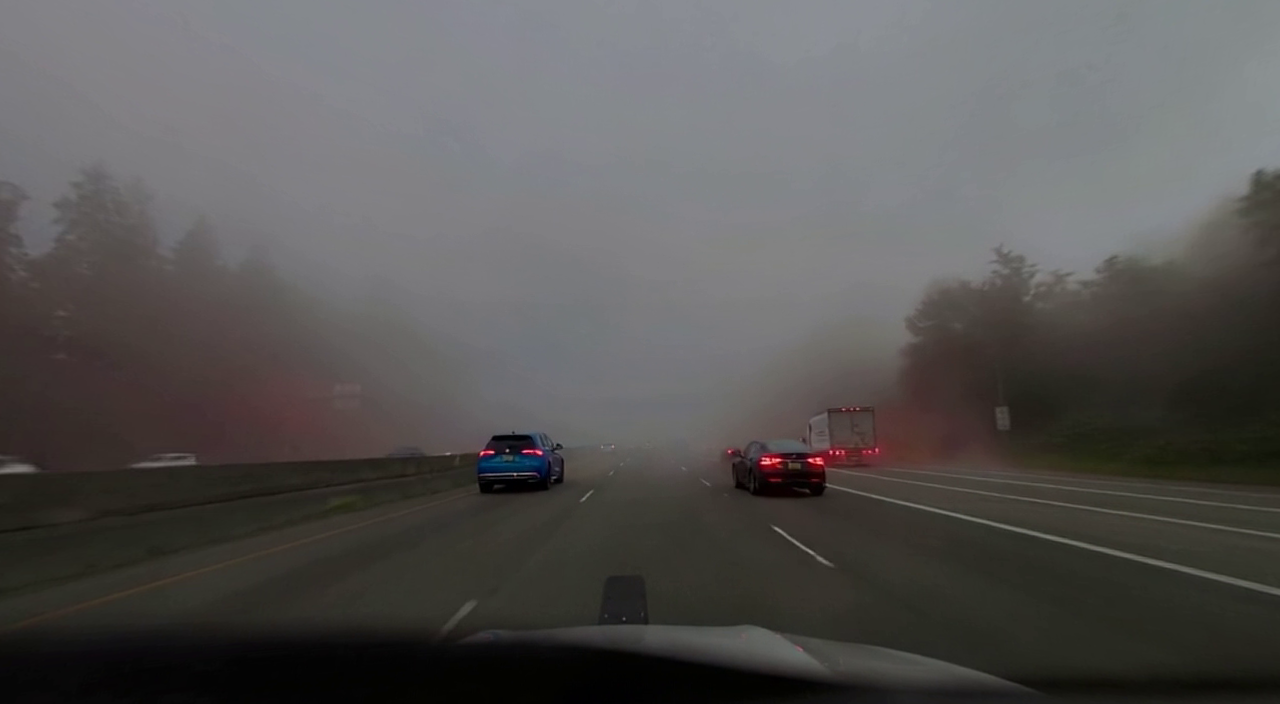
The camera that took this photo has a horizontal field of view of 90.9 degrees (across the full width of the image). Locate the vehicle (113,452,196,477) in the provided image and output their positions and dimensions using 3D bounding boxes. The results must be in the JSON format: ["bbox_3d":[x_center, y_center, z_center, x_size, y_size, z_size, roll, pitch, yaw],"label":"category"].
[{"bbox_3d":[-35.173,8.149,45.864,1.985,1.654,4.881,0,-9,3],"label":"vehicle"}]

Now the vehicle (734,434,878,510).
[{"bbox_3d":[3.635,2.737,14.862,2.080,1.493,4.674,0,-9,-1],"label":"vehicle"}]

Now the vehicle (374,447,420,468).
[{"bbox_3d":[-19.105,8.298,49.816,1.801,1.554,4.584,0,-9,0],"label":"vehicle"}]

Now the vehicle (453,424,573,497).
[{"bbox_3d":[-3.381,3.057,18.081,2.218,1.764,5.229,0,-9,2],"label":"vehicle"}]
